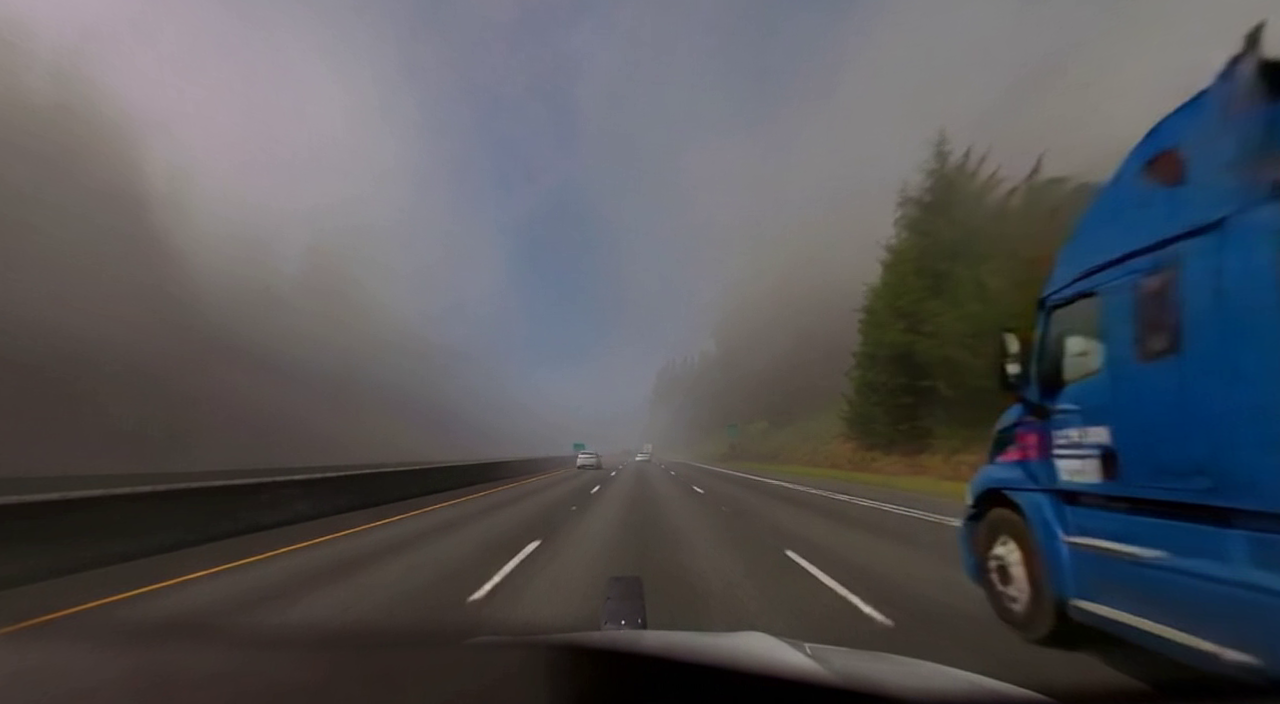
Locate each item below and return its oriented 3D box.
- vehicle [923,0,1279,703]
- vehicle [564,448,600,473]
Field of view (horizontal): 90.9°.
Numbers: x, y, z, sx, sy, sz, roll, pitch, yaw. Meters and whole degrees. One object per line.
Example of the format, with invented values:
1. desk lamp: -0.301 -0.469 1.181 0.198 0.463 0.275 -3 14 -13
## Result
1. vehicle: 4.201 -0.285 2.594 3.140 4.000 6.033 0 -9 0
2. vehicle: -3.630 6.885 40.074 1.918 1.510 4.006 0 -9 0
